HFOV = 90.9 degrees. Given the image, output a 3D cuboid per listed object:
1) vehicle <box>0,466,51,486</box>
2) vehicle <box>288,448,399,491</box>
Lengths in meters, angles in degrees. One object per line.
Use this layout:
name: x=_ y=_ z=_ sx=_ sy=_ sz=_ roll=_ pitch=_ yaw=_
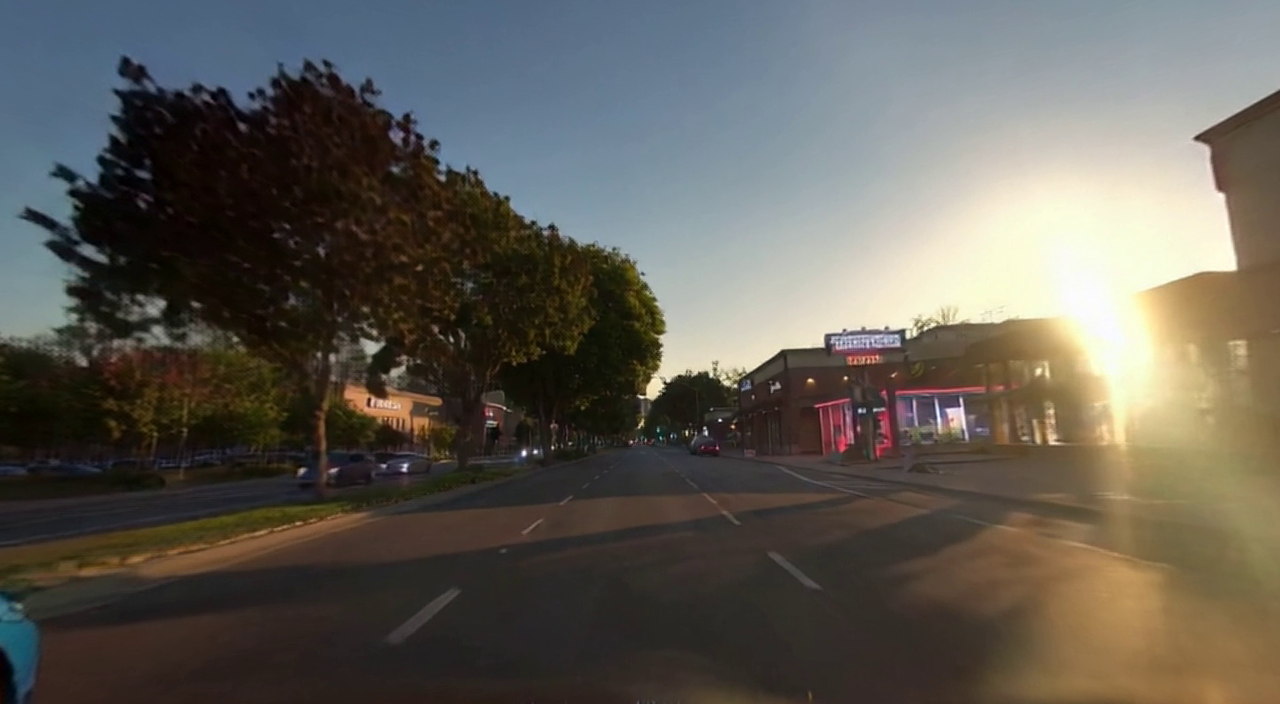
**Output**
vehicle: x=-49.669 y=9.729 z=49.495 sx=4.933 sy=1.422 sz=1.982 roll=-1 pitch=-9 yaw=3
vehicle: x=-11.472 y=4.547 z=24.782 sx=2.241 sy=1.455 sz=4.343 roll=0 pitch=-8 yaw=0
